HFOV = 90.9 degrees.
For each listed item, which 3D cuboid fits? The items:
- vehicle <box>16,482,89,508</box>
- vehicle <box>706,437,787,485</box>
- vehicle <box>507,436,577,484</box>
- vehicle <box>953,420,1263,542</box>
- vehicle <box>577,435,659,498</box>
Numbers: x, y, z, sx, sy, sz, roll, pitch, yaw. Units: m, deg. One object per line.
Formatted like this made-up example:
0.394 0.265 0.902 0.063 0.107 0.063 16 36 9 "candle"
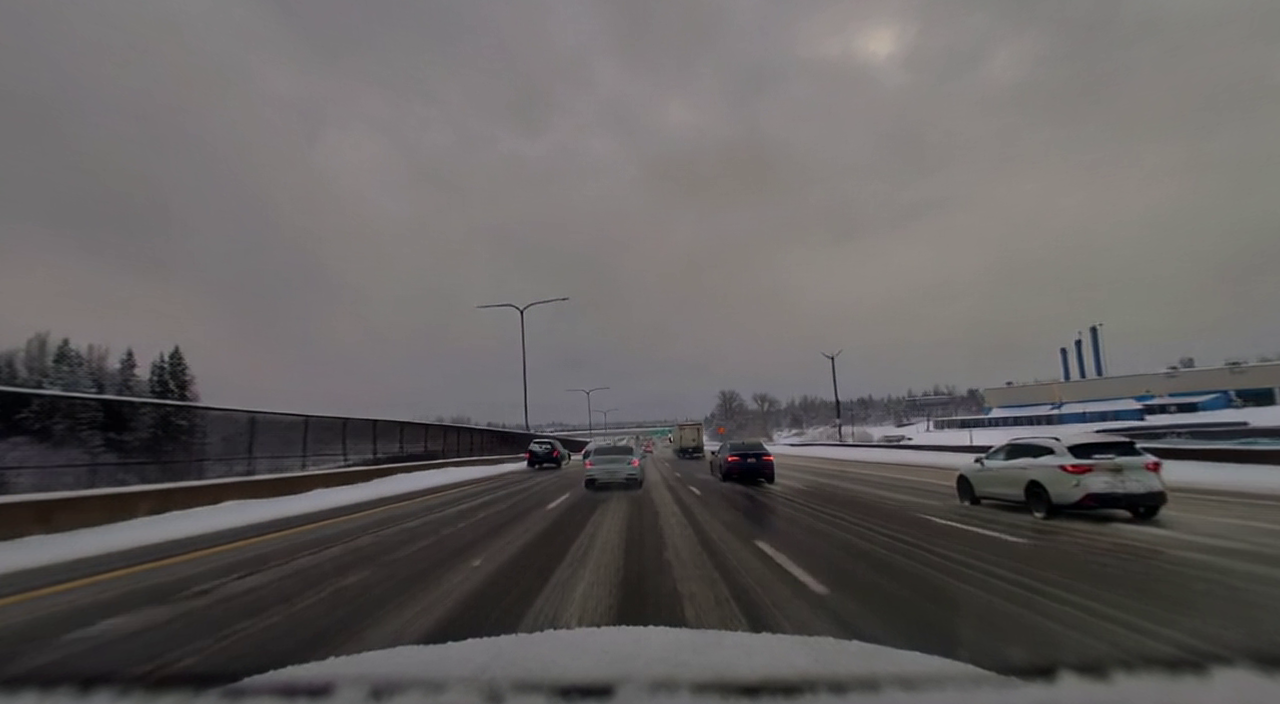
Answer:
-46.335 11.265 49.843 2.037 1.464 4.663 -1 -8 -12 "vehicle"
3.504 3.668 21.611 1.942 1.453 4.329 0 -8 -1 "vehicle"
-3.704 4.144 24.628 2.036 1.669 4.112 -1 -8 0 "vehicle"
6.966 1.927 10.062 1.860 1.520 3.961 -1 -8 0 "vehicle"
-0.518 3.229 18.377 2.067 1.555 4.851 -1 -8 1 "vehicle"
